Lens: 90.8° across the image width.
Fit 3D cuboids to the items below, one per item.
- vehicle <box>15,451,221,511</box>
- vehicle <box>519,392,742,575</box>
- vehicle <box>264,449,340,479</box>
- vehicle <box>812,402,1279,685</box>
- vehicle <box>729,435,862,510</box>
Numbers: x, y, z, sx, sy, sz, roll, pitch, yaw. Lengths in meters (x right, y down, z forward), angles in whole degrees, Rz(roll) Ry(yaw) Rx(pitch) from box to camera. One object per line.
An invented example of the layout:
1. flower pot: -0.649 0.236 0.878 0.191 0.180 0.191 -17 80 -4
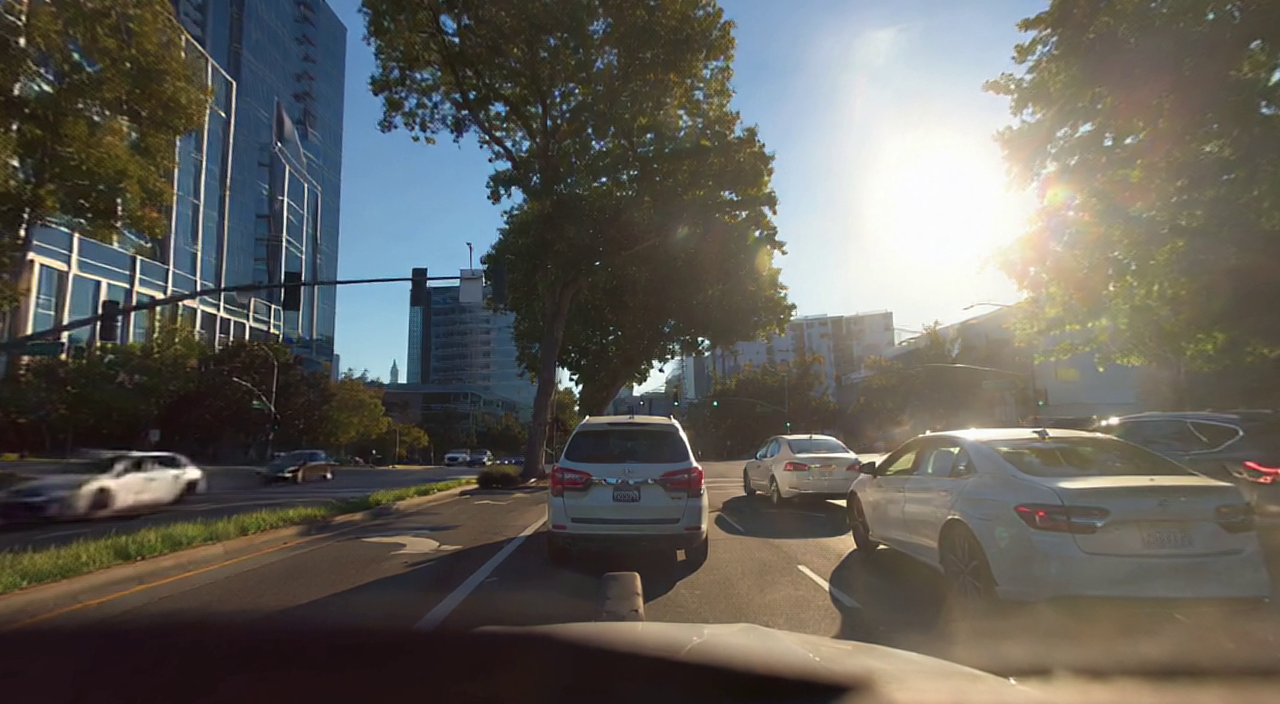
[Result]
1. vehicle: -14.567 3.590 18.088 2.035 1.454 4.513 0 -9 0
2. vehicle: -0.185 1.647 8.611 2.236 1.827 4.316 0 -9 -3
3. vehicle: -20.789 6.892 39.106 2.132 1.695 4.619 0 -9 -1
4. vehicle: 3.365 1.422 5.977 2.034 1.558 4.774 0 -9 -1
5. vehicle: 3.513 2.805 15.185 2.004 1.523 4.263 0 -9 -2
